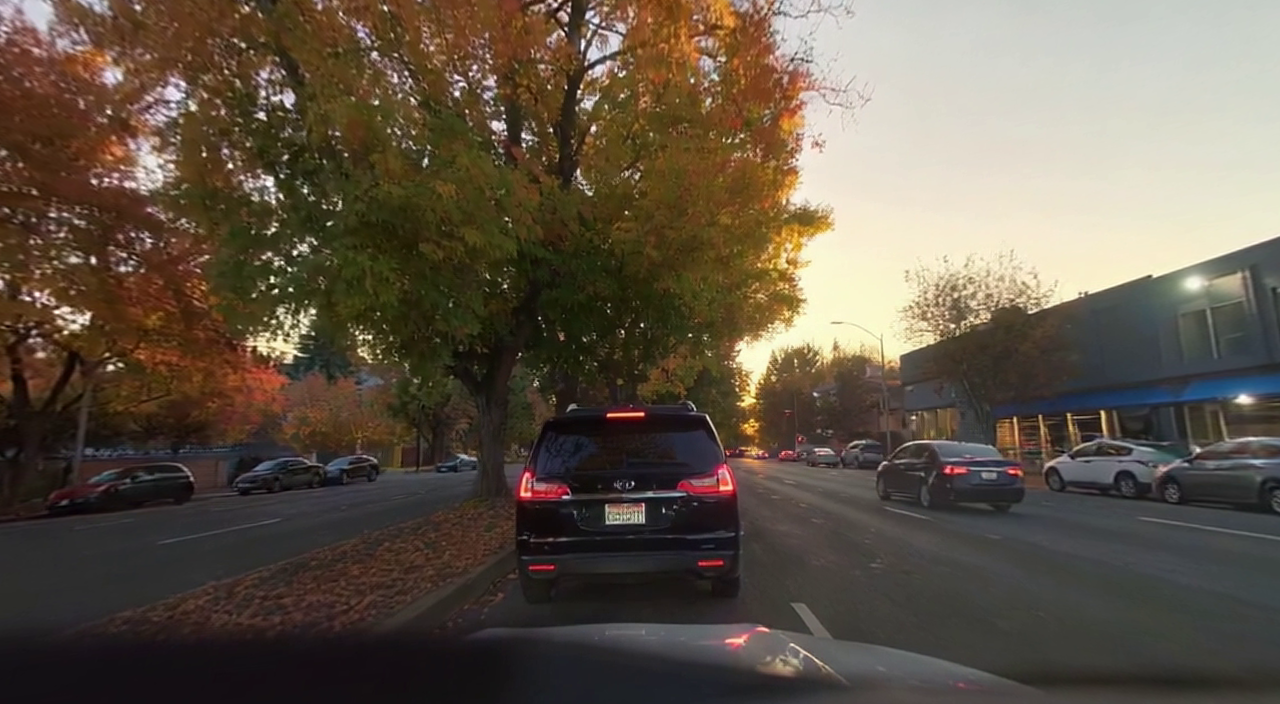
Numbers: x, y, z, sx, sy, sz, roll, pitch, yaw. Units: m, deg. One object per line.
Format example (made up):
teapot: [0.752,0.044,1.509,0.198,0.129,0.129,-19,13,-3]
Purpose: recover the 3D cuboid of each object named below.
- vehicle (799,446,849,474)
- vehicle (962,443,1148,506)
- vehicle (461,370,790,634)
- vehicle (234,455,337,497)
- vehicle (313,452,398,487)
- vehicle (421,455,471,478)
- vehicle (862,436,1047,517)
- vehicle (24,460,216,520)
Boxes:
vehicle: [12.286,7.229,42.406,2.040,1.738,4.414,0,-8,1]
vehicle: [10.795,3.179,16.931,2.021,1.460,4.471,0,-8,1]
vehicle: [-0.006,1.405,6.912,2.344,1.863,4.665,0,-8,3]
vehicle: [-14.929,5.213,26.854,1.947,1.558,4.065,0,-8,1]
vehicle: [-14.480,5.988,32.500,1.921,1.621,4.930,0,-8,2]
vehicle: [-13.761,8.127,45.027,1.995,1.466,4.580,0,-8,2]
vehicle: [6.954,2.774,14.698,1.928,1.529,4.917,0,-8,2]
vehicle: [-15.155,3.995,18.800,1.877,1.445,4.436,0,-8,1]
